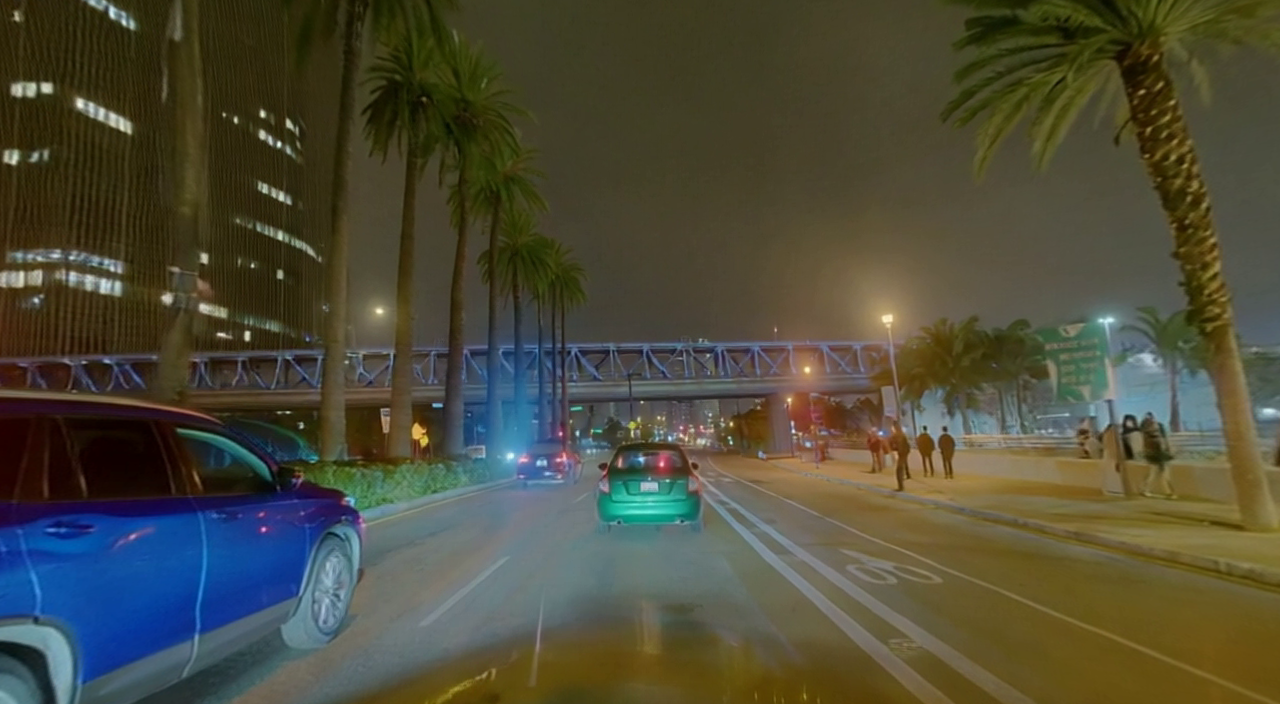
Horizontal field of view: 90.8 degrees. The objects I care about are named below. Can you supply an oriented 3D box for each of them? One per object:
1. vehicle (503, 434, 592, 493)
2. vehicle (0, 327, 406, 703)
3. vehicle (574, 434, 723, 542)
[{"bbox_3d":[-2.777,3.439,19.887,1.955,1.637,4.032,-1,-8,3],"label":"vehicle"},{"bbox_3d":[-3.208,0.985,3.498,2.014,1.740,4.359,0,-8,2],"label":"vehicle"},{"bbox_3d":[0.100,2.174,10.787,2.036,1.461,4.129,0,-8,0],"label":"vehicle"}]
